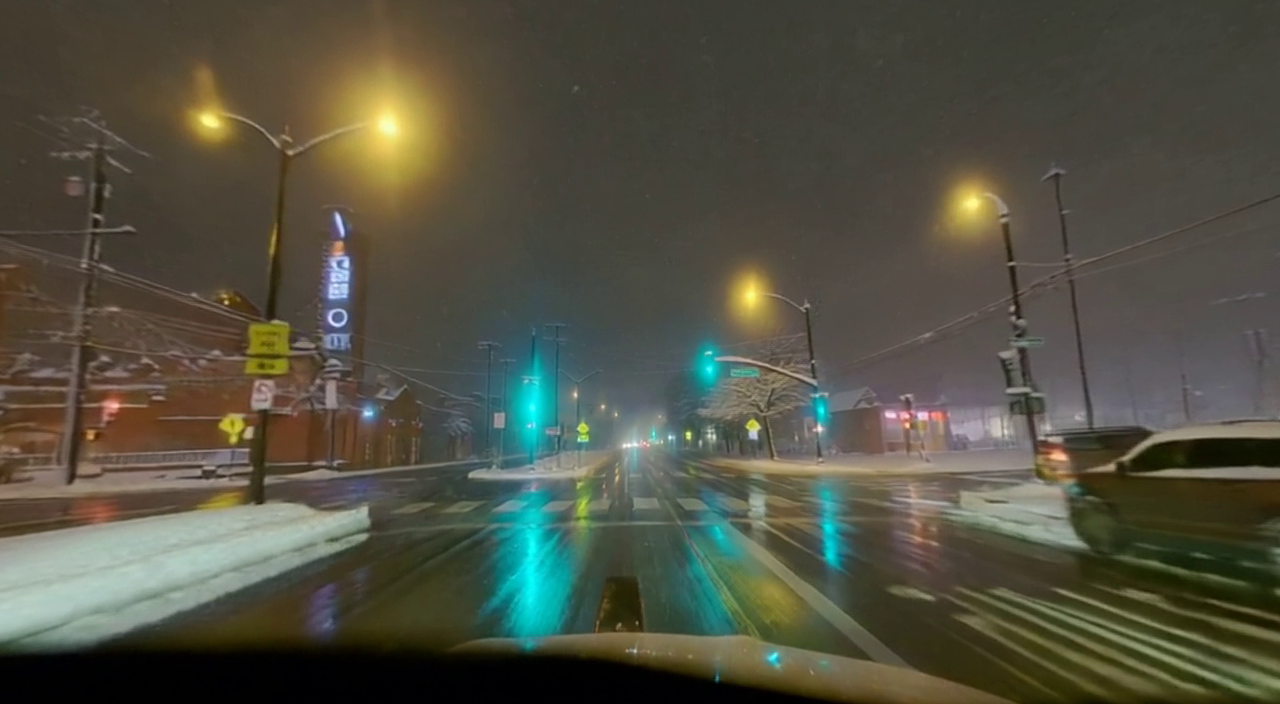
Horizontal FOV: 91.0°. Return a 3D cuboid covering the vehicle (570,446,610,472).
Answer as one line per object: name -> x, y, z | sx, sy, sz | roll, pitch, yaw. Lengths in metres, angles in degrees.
vehicle -> -2.943, 6.463, 38.208 | 2.078, 1.471, 4.217 | 0, -8, 0

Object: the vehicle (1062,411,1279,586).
vehicle -> 7.215, 1.549, 6.912 | 1.950, 1.686, 4.509 | 0, -9, -1
